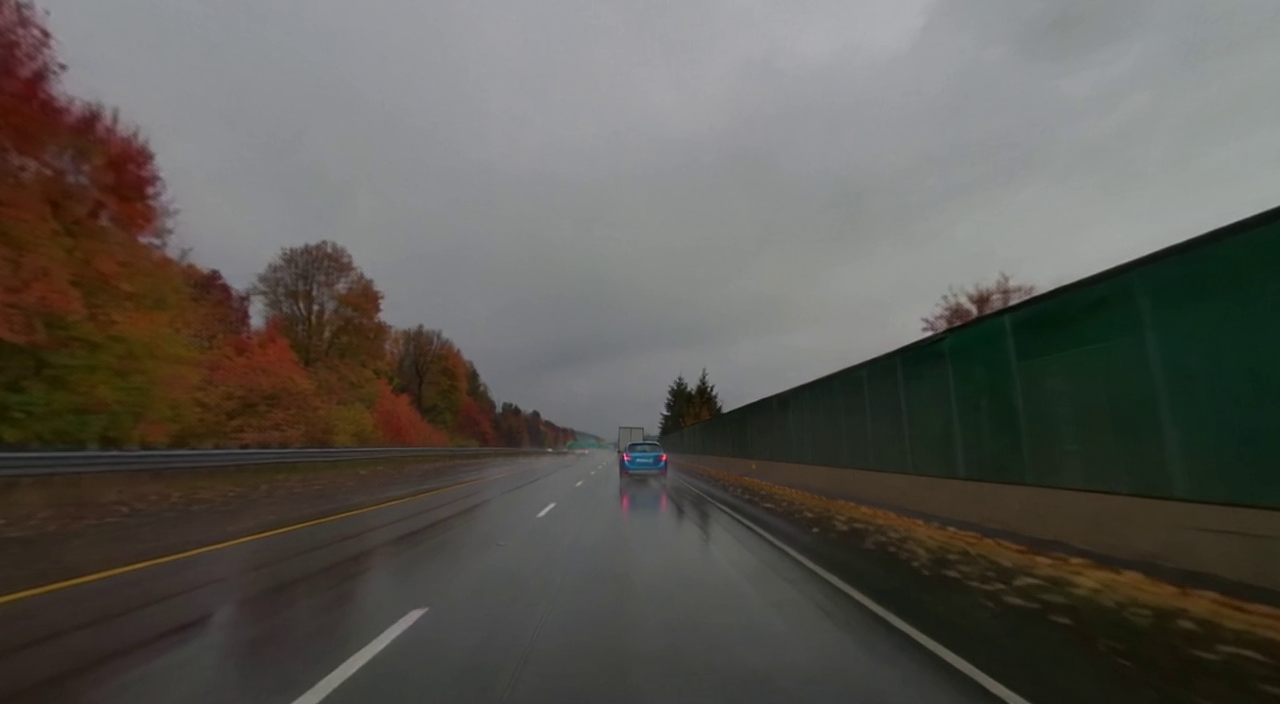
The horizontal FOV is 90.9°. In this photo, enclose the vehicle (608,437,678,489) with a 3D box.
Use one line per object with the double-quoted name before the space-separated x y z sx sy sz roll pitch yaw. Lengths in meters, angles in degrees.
"vehicle" 0.038 3.559 20.627 2.057 1.516 4.065 0 -8 -1
